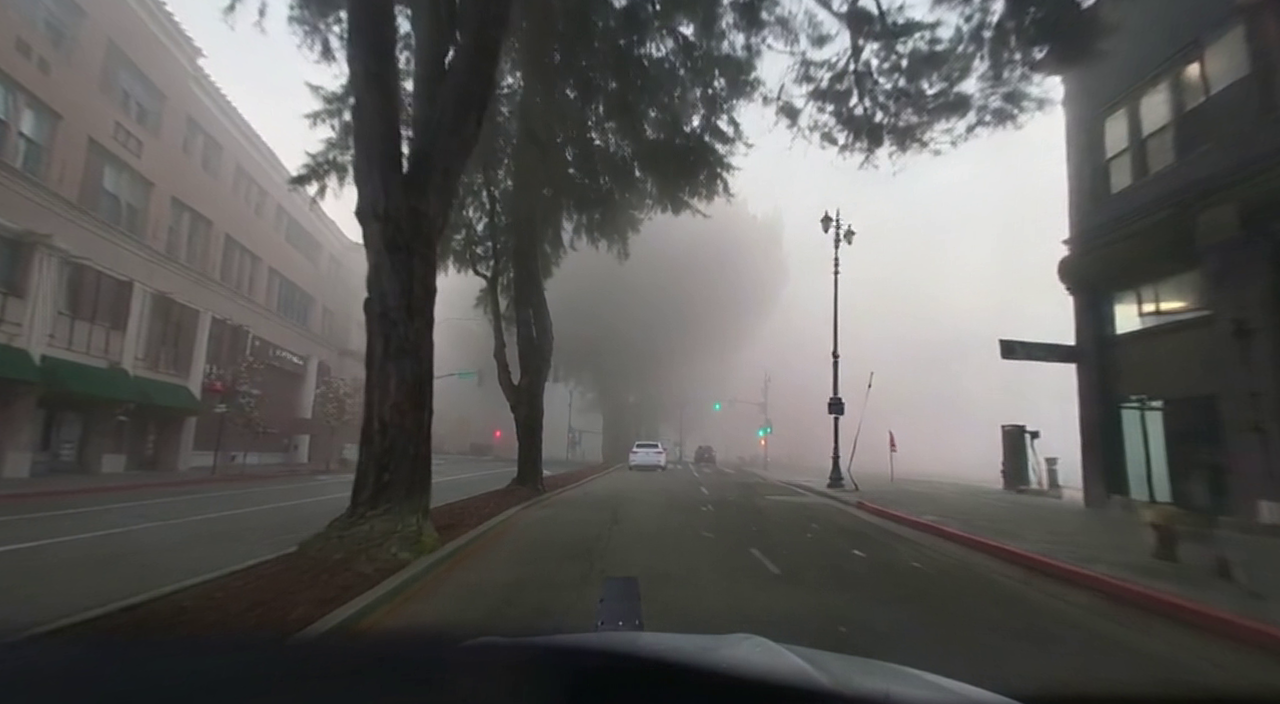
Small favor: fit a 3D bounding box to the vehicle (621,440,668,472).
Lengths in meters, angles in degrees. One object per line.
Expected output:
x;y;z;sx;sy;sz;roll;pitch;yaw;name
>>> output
0.307;5.255;32.021;2.173;1.479;4.264;-1;-9;4;vehicle
